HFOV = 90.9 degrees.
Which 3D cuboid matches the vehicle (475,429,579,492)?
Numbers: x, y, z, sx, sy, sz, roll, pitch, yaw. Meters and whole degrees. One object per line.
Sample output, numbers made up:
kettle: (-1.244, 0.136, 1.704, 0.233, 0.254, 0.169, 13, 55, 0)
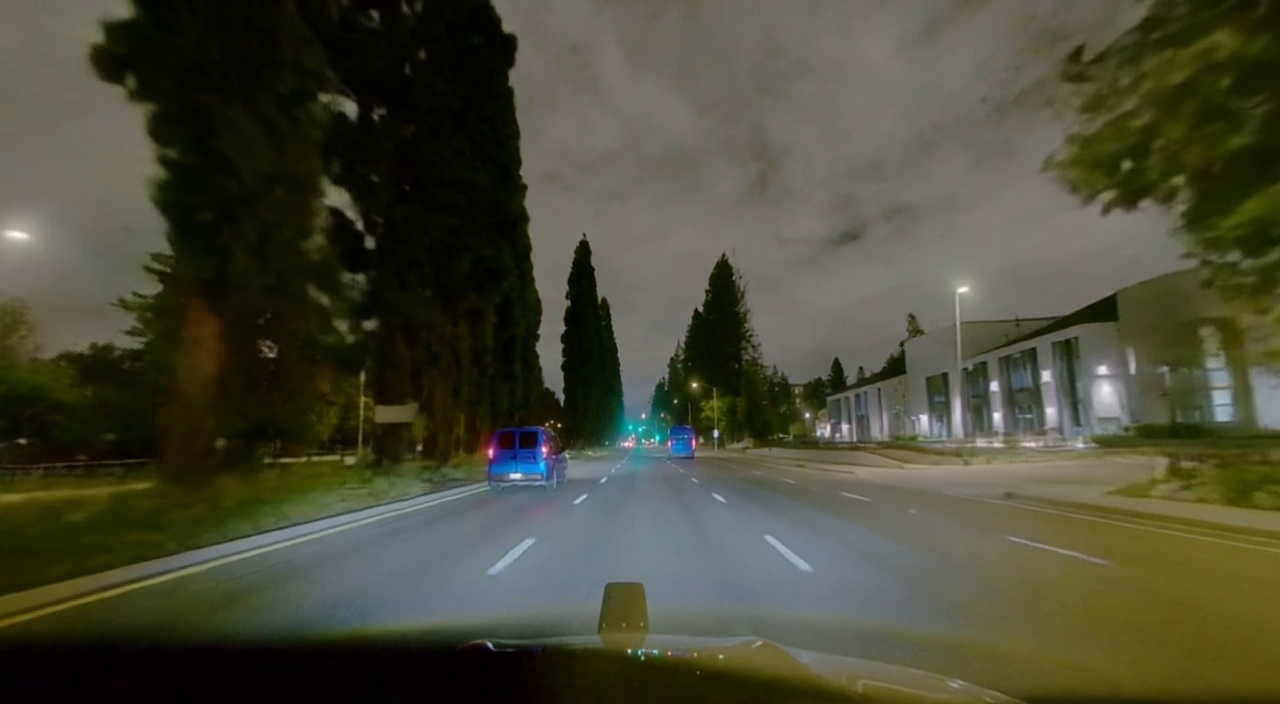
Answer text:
vehicle: (-3.130, 3.112, 18.525, 2.129, 1.602, 4.532, 0, -8, 1)
